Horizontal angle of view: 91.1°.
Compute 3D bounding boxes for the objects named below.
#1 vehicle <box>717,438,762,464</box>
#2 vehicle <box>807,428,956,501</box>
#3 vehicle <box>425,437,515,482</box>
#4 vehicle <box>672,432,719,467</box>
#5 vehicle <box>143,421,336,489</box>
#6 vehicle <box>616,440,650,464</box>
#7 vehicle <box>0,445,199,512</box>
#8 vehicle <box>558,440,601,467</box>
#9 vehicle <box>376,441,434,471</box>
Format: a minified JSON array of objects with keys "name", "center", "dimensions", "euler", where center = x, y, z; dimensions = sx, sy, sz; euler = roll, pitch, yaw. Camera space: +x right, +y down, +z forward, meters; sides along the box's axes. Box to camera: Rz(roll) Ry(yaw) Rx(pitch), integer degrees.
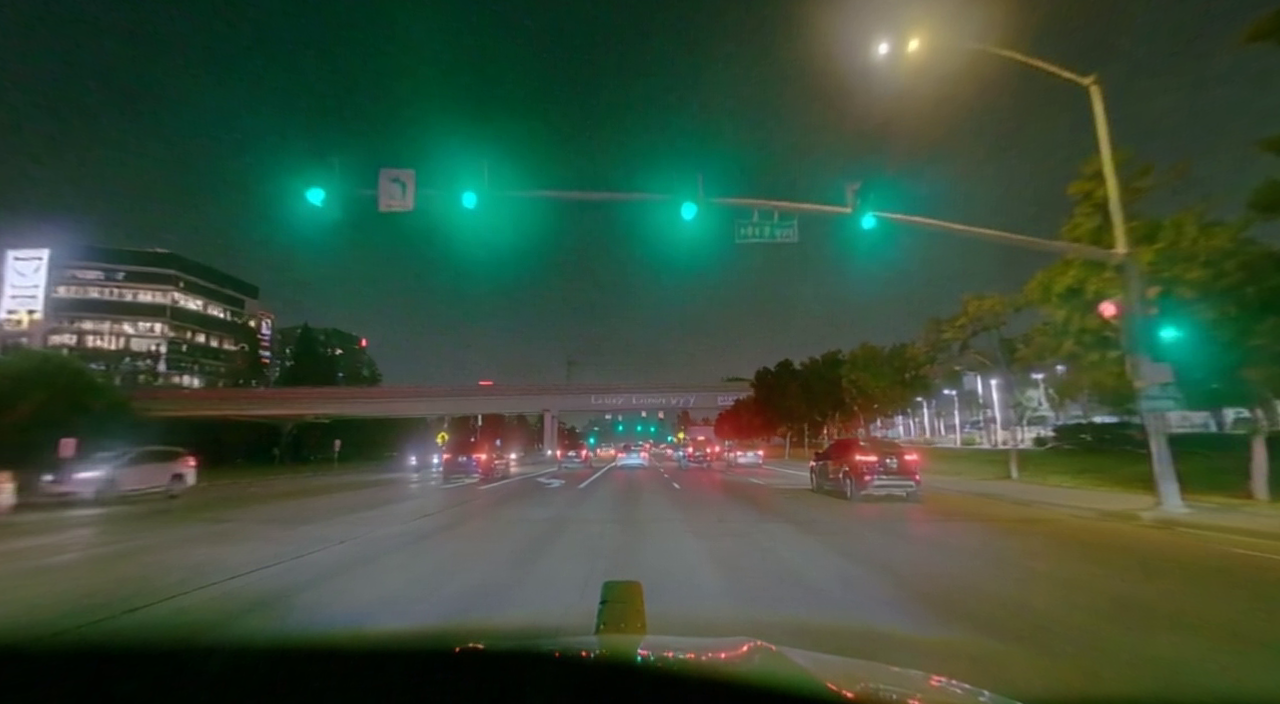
[{"name":"vehicle","center":[6.076,6.131,38.951],"dimensions":[1.924,1.527,4.268],"euler":[0,-8,-2]},{"name":"vehicle","center":[6.101,2.893,16.562],"dimensions":[2.056,1.624,4.498],"euler":[0,-8,-1]},{"name":"vehicle","center":[-6.058,3.883,22.973],"dimensions":[2.070,1.488,4.376],"euler":[0,-8,0]},{"name":"vehicle","center":[2.929,5.236,33.866],"dimensions":[2.034,1.762,4.420],"euler":[0,-8,-1]},{"name":"vehicle","center":[-19.224,5.053,31.346],"dimensions":[3.019,2.822,10.028],"euler":[0,-8,0]},{"name":"vehicle","center":[-0.451,6.367,40.138],"dimensions":[2.026,1.453,3.780],"euler":[0,-8,-1]},{"name":"vehicle","center":[-15.264,3.484,17.912],"dimensions":[1.975,1.648,4.545],"euler":[0,-8,0]},{"name":"vehicle","center":[-3.394,5.806,36.041],"dimensions":[2.041,1.466,4.212],"euler":[0,-8,0]},{"name":"vehicle","center":[-15.418,6.836,41.469],"dimensions":[2.127,1.830,4.554],"euler":[0,-8,-1]}]
